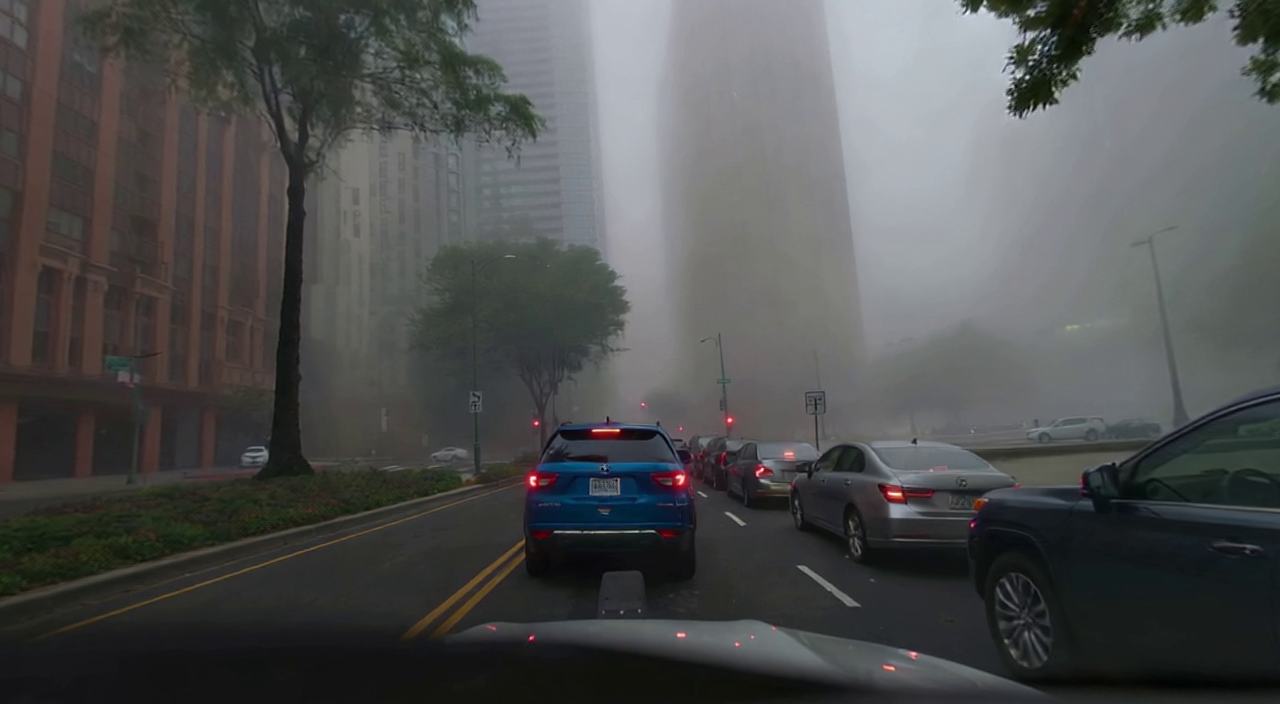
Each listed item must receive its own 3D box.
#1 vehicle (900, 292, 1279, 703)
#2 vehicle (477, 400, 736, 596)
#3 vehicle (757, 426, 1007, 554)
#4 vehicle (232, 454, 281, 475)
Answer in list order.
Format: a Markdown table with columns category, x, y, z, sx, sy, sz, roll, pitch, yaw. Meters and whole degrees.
| category | x | y | z | sx | sy | sz | roll | pitch | yaw |
| --- | --- | --- | --- | --- | --- | --- | --- | --- | --- |
| vehicle | 2.997 | 0.747 | 2.240 | 2.063 | 1.760 | 4.664 | 0 | -9 | -1 |
| vehicle | -0.342 | 1.578 | 7.627 | 2.249 | 1.684 | 4.084 | 0 | -9 | -1 |
| vehicle | 3.288 | 1.981 | 9.808 | 1.941 | 1.482 | 4.632 | 0 | -9 | -2 |
| vehicle | -28.151 | 8.228 | 46.513 | 1.967 | 1.428 | 4.832 | 3 | -9 | -18 |
